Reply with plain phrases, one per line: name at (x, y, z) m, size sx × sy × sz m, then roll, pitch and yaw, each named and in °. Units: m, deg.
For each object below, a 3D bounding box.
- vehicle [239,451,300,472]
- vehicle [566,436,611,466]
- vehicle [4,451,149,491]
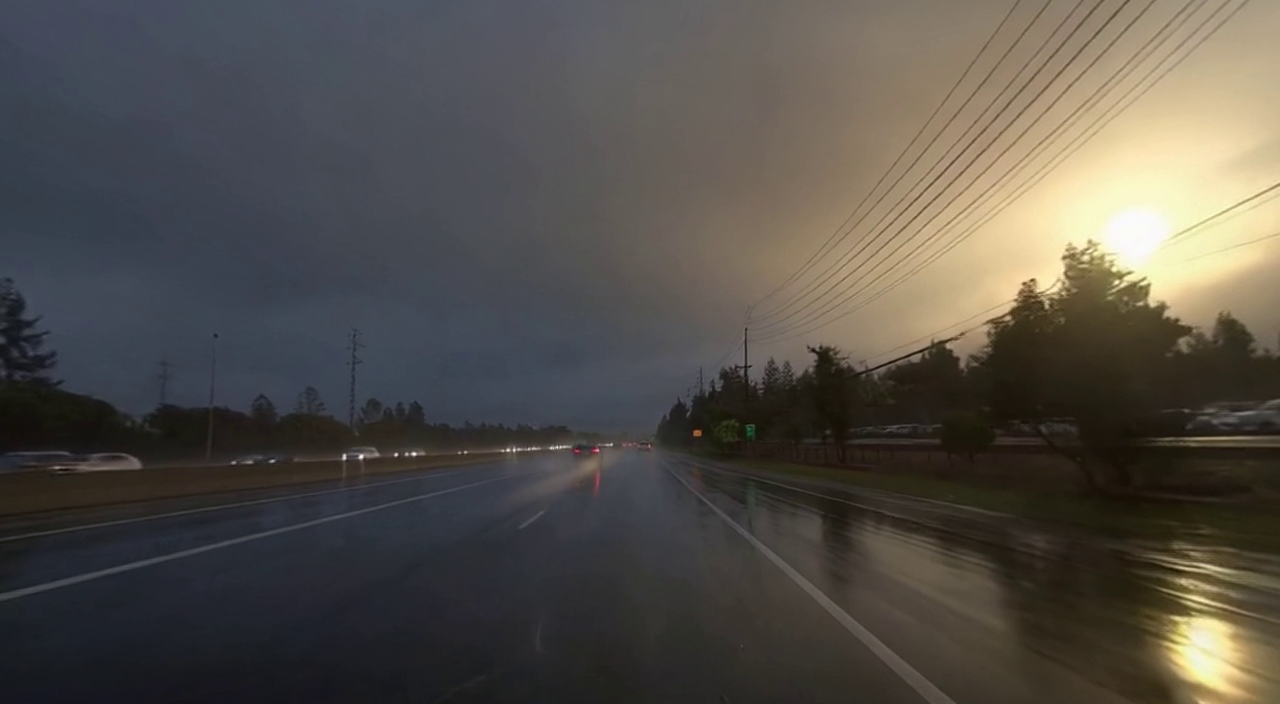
vehicle at (-28.274, 8.389, 48.247) m, size 1.821 × 1.501 × 4.492 m, roll 0°, pitch -9°, yaw 1°
vehicle at (-3.462, 6.818, 43.527) m, size 2.577 × 1.939 × 5.408 m, roll 0°, pitch -9°, yaw 1°
vehicle at (-24.021, 5.063, 27.123) m, size 1.989 × 1.546 × 4.558 m, roll 0°, pitch -9°, yaw 0°
